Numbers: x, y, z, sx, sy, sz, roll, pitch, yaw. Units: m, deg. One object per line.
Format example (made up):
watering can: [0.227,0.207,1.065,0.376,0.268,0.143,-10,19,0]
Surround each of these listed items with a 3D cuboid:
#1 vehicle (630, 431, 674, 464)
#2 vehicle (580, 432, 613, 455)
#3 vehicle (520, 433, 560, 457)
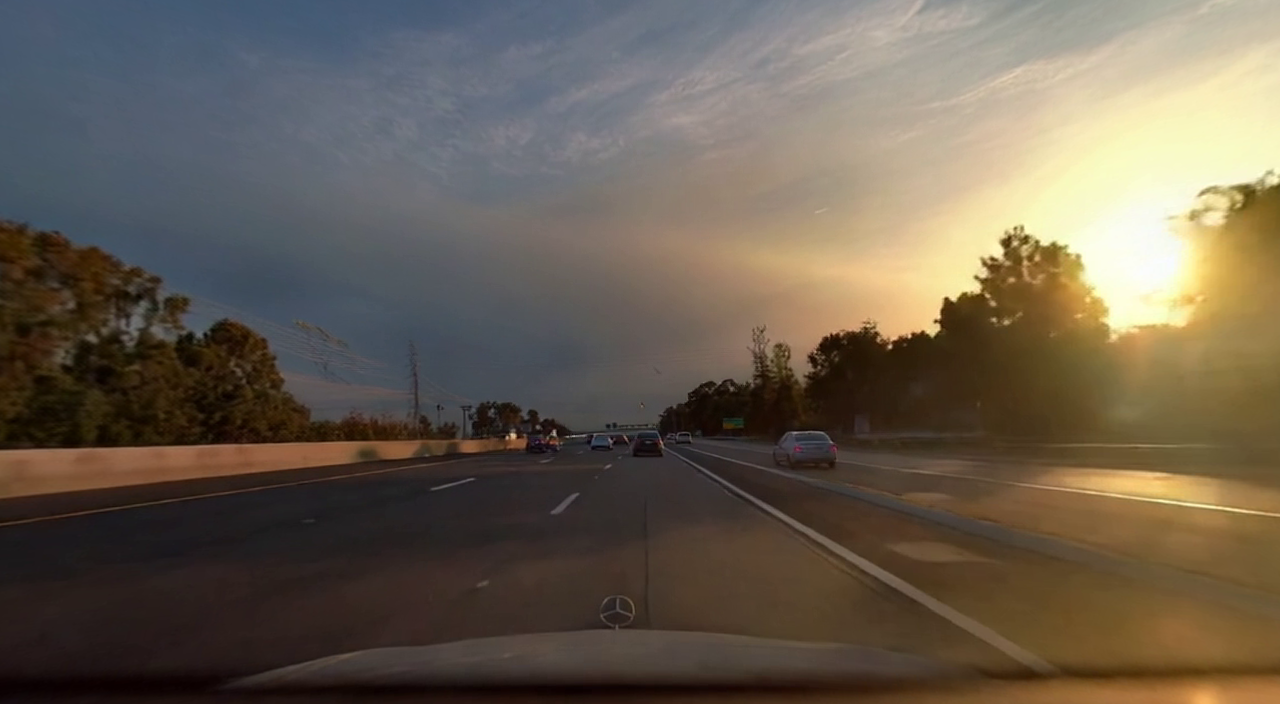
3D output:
vehicle: [0.601,5.152,34.460,2.240,1.646,4.949,0,-8,0]
vehicle: [-3.104,6.649,45.974,2.103,1.512,4.155,0,-8,1]
vehicle: [-6.943,6.490,44.148,2.009,1.537,4.449,0,-8,0]
